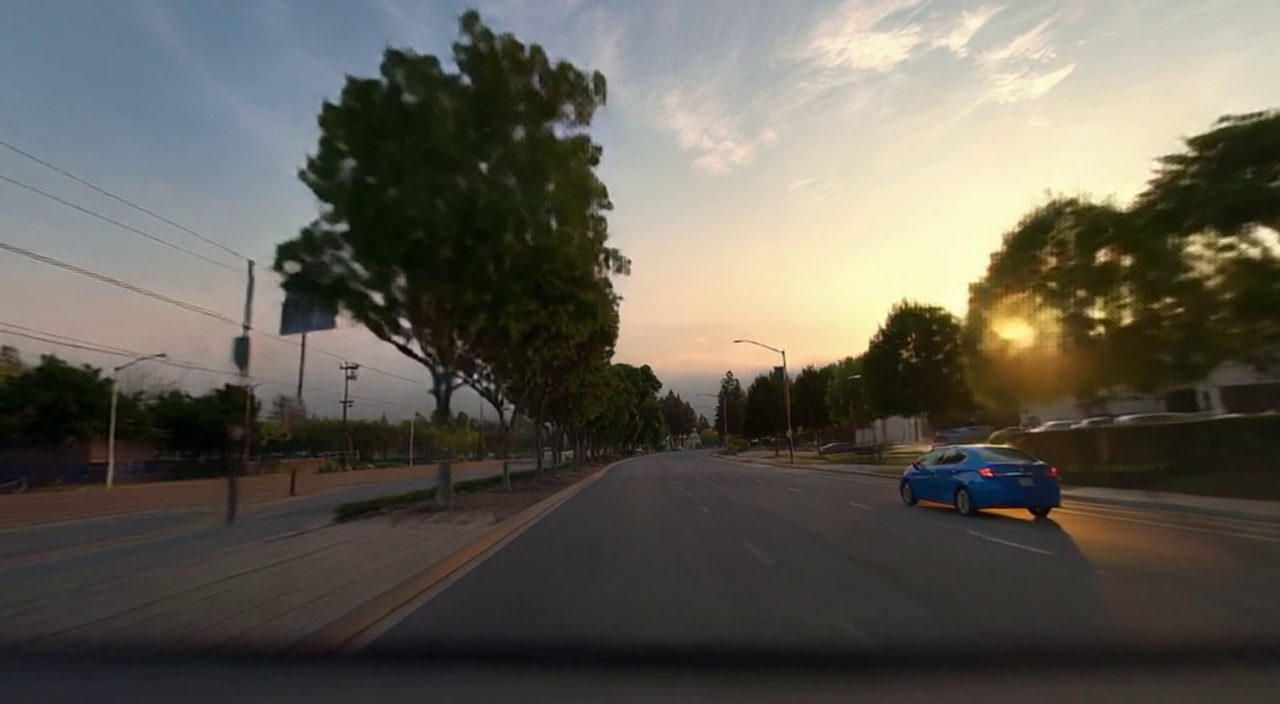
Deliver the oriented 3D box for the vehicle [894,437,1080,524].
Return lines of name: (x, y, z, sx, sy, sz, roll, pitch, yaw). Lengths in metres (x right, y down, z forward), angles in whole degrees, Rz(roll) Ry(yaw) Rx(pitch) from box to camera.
vehicle: (6.855, 2.547, 12.954, 1.797, 1.518, 3.433, 0, -9, -1)
